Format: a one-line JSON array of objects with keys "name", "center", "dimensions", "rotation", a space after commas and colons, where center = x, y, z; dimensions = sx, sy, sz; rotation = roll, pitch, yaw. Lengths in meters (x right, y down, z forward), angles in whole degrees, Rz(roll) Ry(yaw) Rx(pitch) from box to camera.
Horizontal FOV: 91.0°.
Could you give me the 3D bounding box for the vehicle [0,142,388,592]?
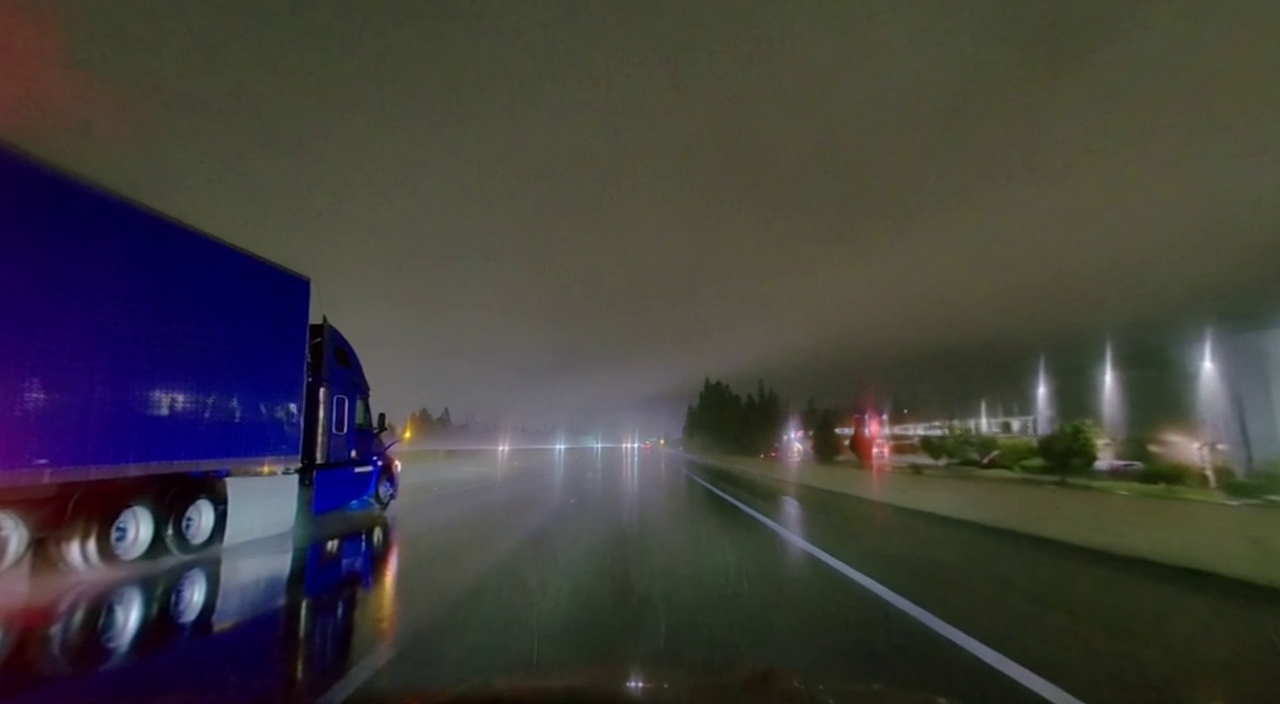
[{"name": "vehicle", "center": [-7.081, 0.652, 9.086], "dimensions": [2.996, 3.947, 8.600], "rotation": [0, -9, 2]}]
